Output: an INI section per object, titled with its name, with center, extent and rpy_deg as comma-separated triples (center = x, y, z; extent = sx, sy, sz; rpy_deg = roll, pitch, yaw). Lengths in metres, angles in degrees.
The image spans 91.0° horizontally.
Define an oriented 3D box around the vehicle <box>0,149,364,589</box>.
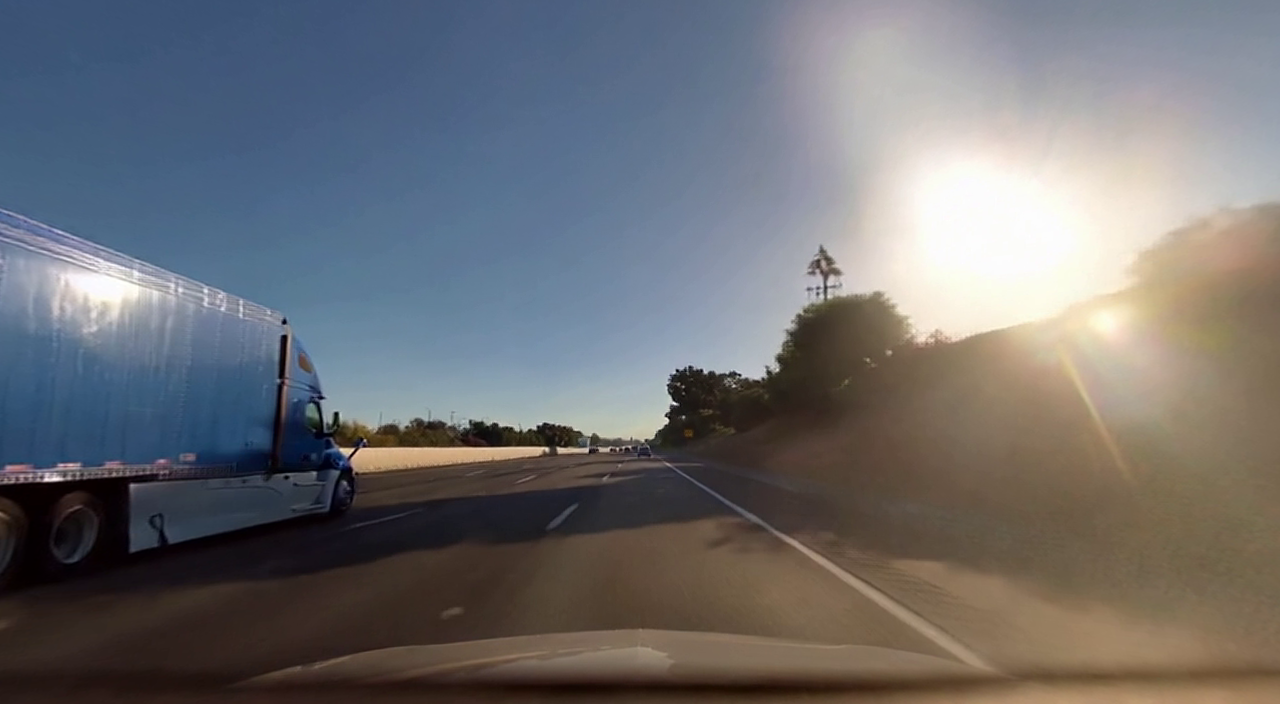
[vehicle]
center = -7.231, 0.537, 8.280
extent = 2.996, 3.947, 8.600
rpy_deg = 0, -9, 2
